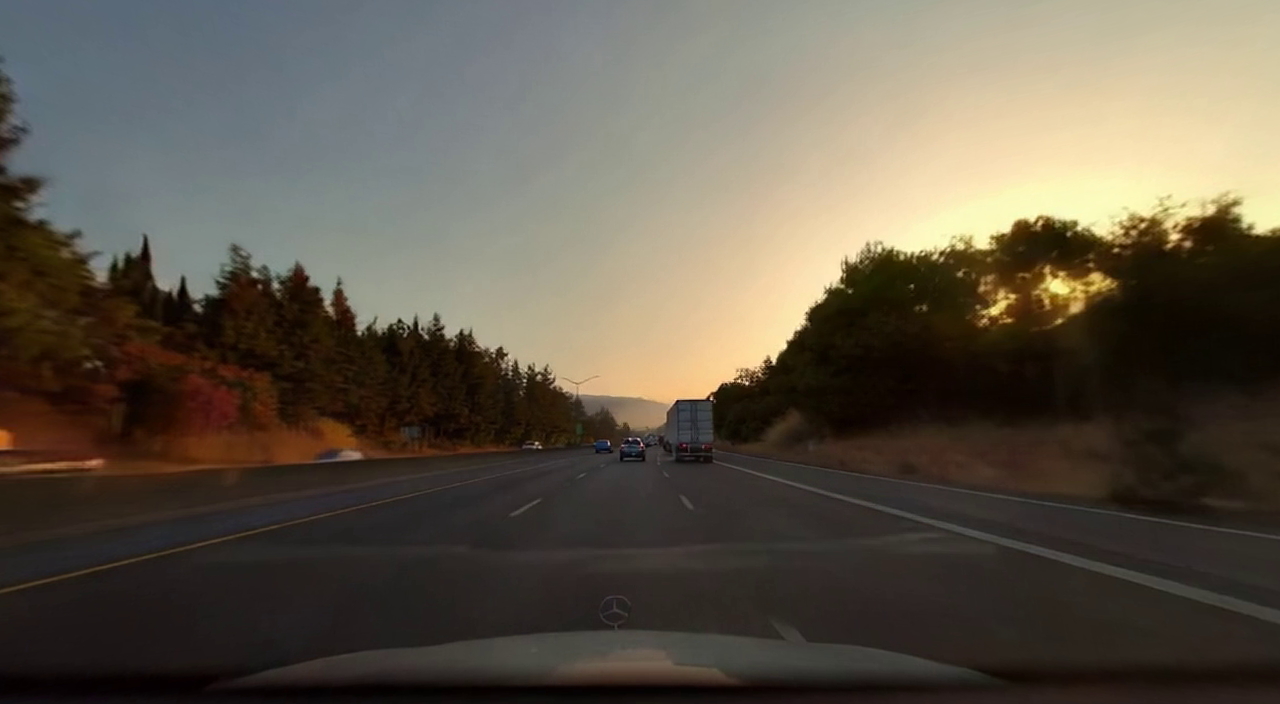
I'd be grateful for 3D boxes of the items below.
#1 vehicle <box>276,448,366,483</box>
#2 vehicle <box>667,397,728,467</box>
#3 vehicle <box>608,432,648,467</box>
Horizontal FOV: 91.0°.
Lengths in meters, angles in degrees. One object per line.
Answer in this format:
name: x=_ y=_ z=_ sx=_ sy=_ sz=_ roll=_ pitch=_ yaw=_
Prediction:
vehicle: x=-15.777 y=5.594 z=31.420 sx=2.024 sy=1.541 sz=4.590 roll=-1 pitch=-8 yaw=1
vehicle: x=3.713 y=5.813 z=44.738 sx=3.005 sy=4.121 sz=14.417 roll=-1 pitch=-8 yaw=0
vehicle: x=-0.648 y=5.814 z=37.568 sx=2.211 sy=1.933 sz=4.315 roll=-1 pitch=-8 yaw=1
